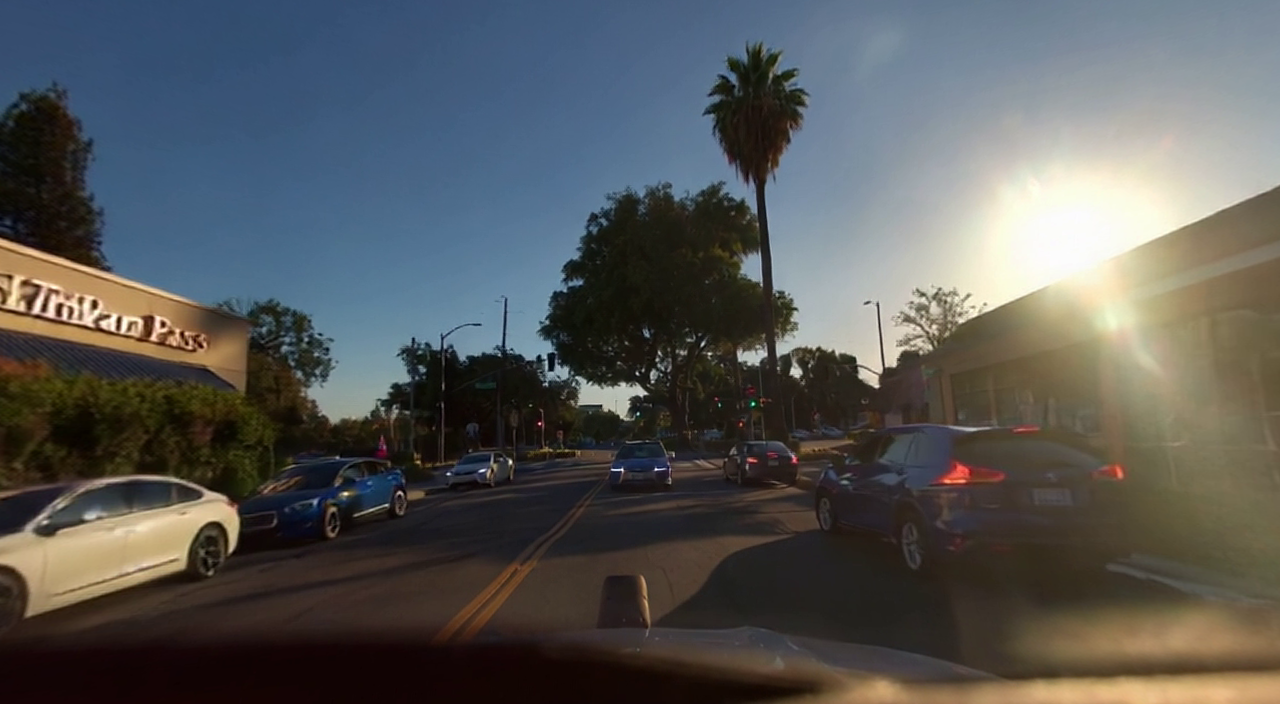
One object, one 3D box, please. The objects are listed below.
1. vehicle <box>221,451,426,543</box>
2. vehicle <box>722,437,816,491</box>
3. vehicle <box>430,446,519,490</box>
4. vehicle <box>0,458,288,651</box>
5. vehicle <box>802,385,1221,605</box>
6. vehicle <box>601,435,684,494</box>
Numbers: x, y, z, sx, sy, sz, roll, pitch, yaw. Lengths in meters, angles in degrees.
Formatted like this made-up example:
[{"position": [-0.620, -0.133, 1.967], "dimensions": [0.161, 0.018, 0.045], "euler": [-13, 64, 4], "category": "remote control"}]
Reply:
[{"position": [-6.131, 2.810, 12.963], "dimensions": [1.850, 1.482, 4.454], "euler": [0, -8, 1], "category": "vehicle"}, {"position": [3.680, 3.273, 18.830], "dimensions": [1.821, 1.417, 4.454], "euler": [0, -8, -1], "category": "vehicle"}, {"position": [-6.228, 4.410, 24.418], "dimensions": [2.105, 1.469, 4.693], "euler": [0, -8, 1], "category": "vehicle"}, {"position": [-6.123, 1.941, 6.774], "dimensions": [1.874, 1.472, 4.668], "euler": [0, -8, 2], "category": "vehicle"}, {"position": [3.697, 1.539, 7.815], "dimensions": [2.099, 1.786, 5.198], "euler": [0, -8, 1], "category": "vehicle"}, {"position": [0.056, 3.100, 17.722], "dimensions": [2.060, 1.452, 4.078], "euler": [0, -8, 0], "category": "vehicle"}]
